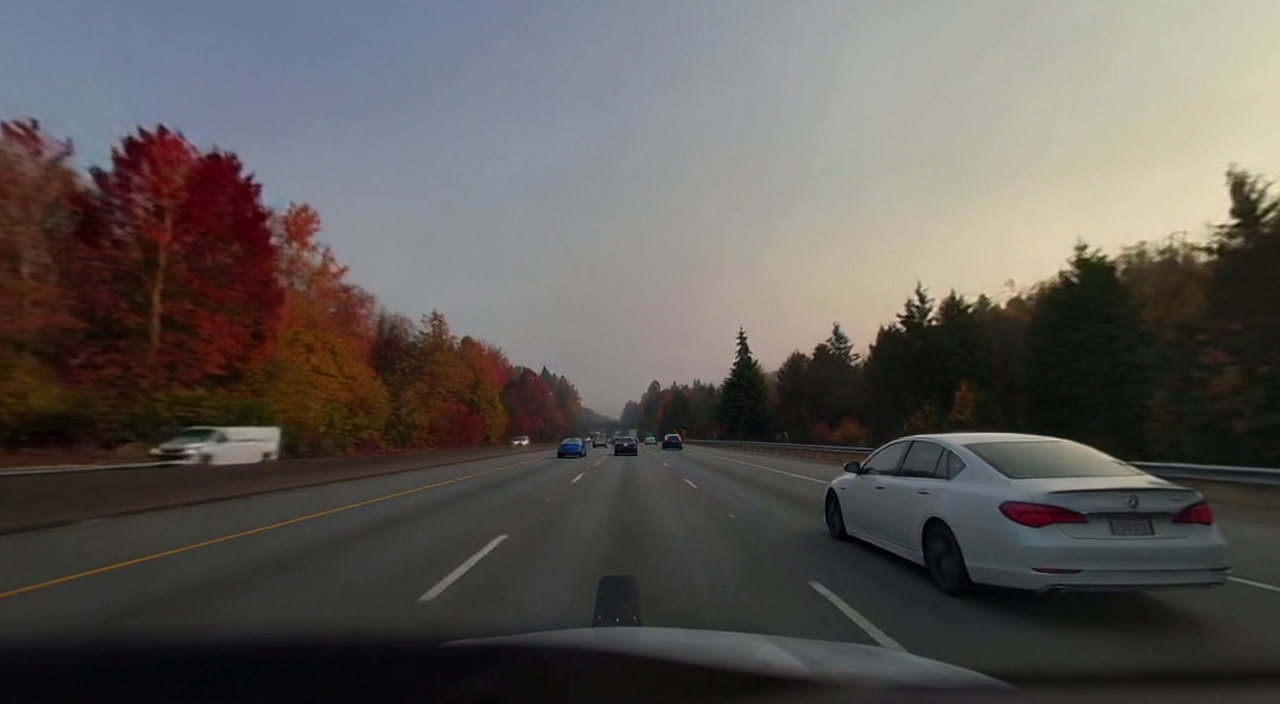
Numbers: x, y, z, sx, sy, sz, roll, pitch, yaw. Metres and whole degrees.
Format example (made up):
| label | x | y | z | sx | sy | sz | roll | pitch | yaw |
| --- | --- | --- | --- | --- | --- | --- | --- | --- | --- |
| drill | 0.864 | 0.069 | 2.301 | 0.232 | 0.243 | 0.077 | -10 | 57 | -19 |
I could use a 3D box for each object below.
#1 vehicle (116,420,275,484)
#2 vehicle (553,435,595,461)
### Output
| label | x | y | z | sx | sy | sz | roll | pitch | yaw |
| --- | --- | --- | --- | --- | --- | --- | --- | --- | --- |
| vehicle | -19.973 | 4.524 | 28.853 | 2.331 | 2.541 | 6.872 | 0 | -8 | -1 |
| vehicle | -4.038 | 5.929 | 39.092 | 2.103 | 1.507 | 4.367 | 0 | -8 | 0 |
